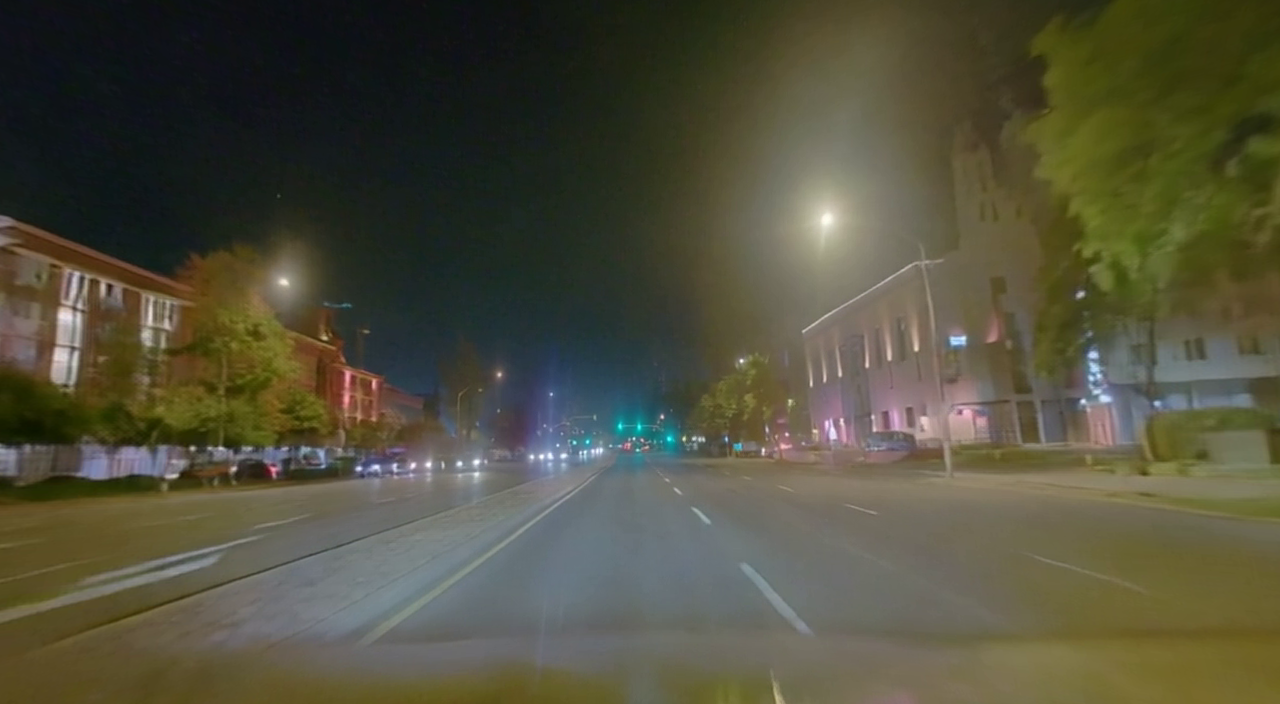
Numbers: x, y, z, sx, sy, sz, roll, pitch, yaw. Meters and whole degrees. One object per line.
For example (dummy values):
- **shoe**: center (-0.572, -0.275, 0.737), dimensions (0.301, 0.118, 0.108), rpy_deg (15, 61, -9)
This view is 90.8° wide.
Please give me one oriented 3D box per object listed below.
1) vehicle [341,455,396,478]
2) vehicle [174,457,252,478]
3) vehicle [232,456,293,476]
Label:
- **vehicle**: center (-19.786, 8.340, 46.242), dimensions (1.856, 1.479, 4.554), rpy_deg (0, -9, 1)
- **vehicle**: center (-30.233, 8.185, 44.803), dimensions (4.126, 1.455, 1.791), rpy_deg (0, -9, -2)
- **vehicle**: center (-29.526, 8.934, 49.454), dimensions (3.637, 1.430, 1.636), rpy_deg (-1, -9, -2)
